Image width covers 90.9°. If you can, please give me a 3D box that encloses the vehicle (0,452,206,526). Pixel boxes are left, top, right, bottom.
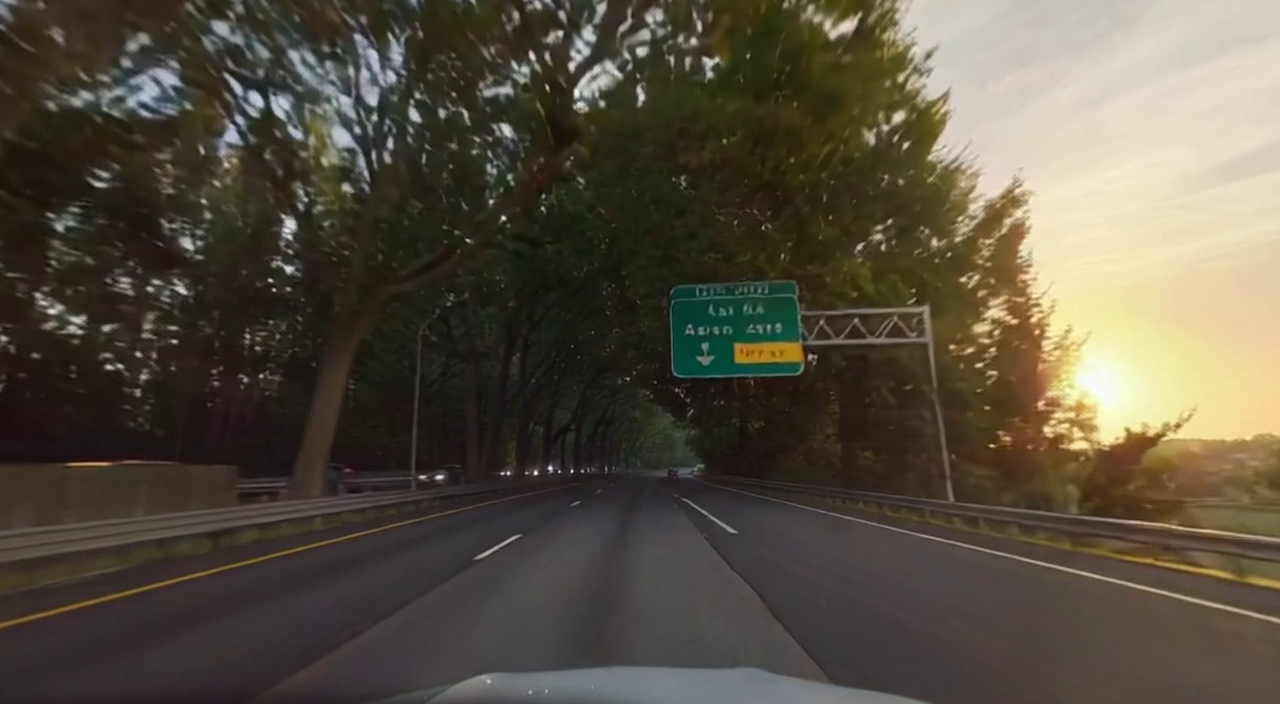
[{"bbox_3d":[-12.875,3.205,15.114,1.858,1.466,4.258,1,-11,0],"label":"vehicle"}]
